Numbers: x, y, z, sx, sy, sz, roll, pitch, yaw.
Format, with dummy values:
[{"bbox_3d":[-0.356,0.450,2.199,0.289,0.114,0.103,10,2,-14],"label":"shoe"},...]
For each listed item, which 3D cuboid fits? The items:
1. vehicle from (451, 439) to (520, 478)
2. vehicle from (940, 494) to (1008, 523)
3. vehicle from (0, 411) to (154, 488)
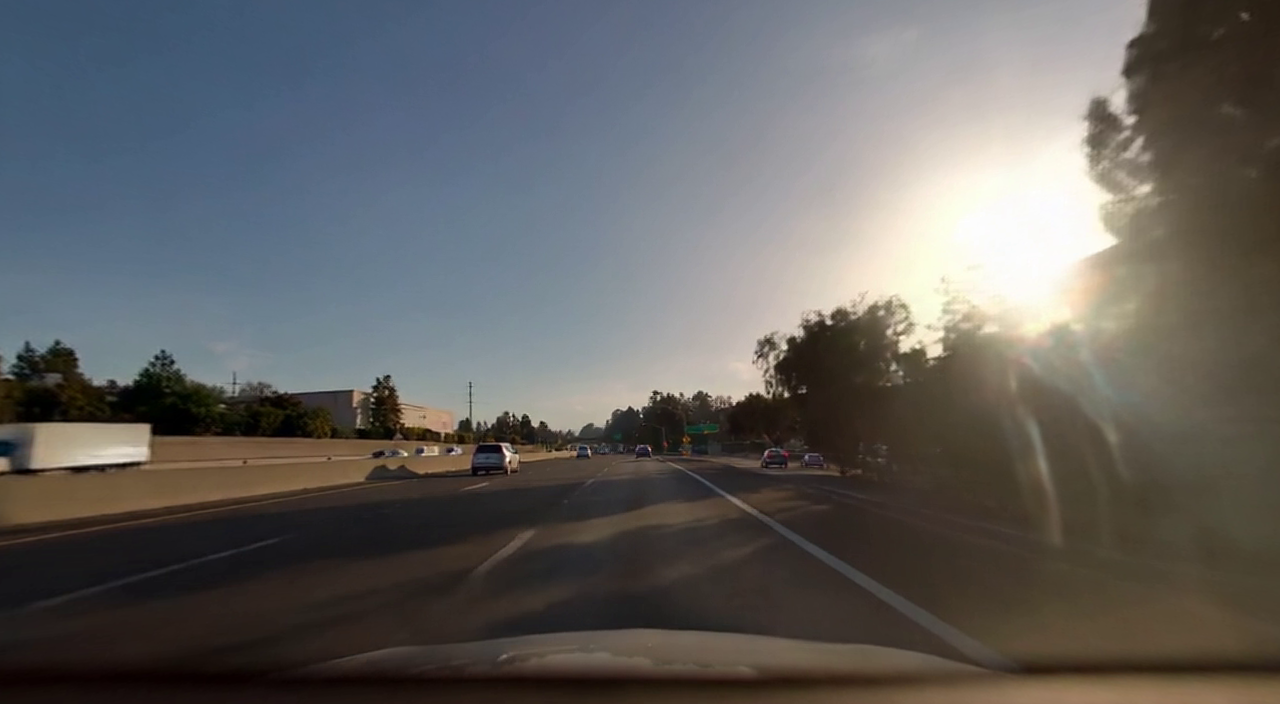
[{"bbox_3d":[-7.187,4.980,29.769,2.088,1.678,4.426,0,-9,0],"label":"vehicle"},{"bbox_3d":[22.246,10.424,42.193,1.790,1.475,4.520,1,-9,-4],"label":"vehicle"},{"bbox_3d":[-32.213,5.346,34.651,2.906,3.623,9.852,0,-9,1],"label":"vehicle"}]
